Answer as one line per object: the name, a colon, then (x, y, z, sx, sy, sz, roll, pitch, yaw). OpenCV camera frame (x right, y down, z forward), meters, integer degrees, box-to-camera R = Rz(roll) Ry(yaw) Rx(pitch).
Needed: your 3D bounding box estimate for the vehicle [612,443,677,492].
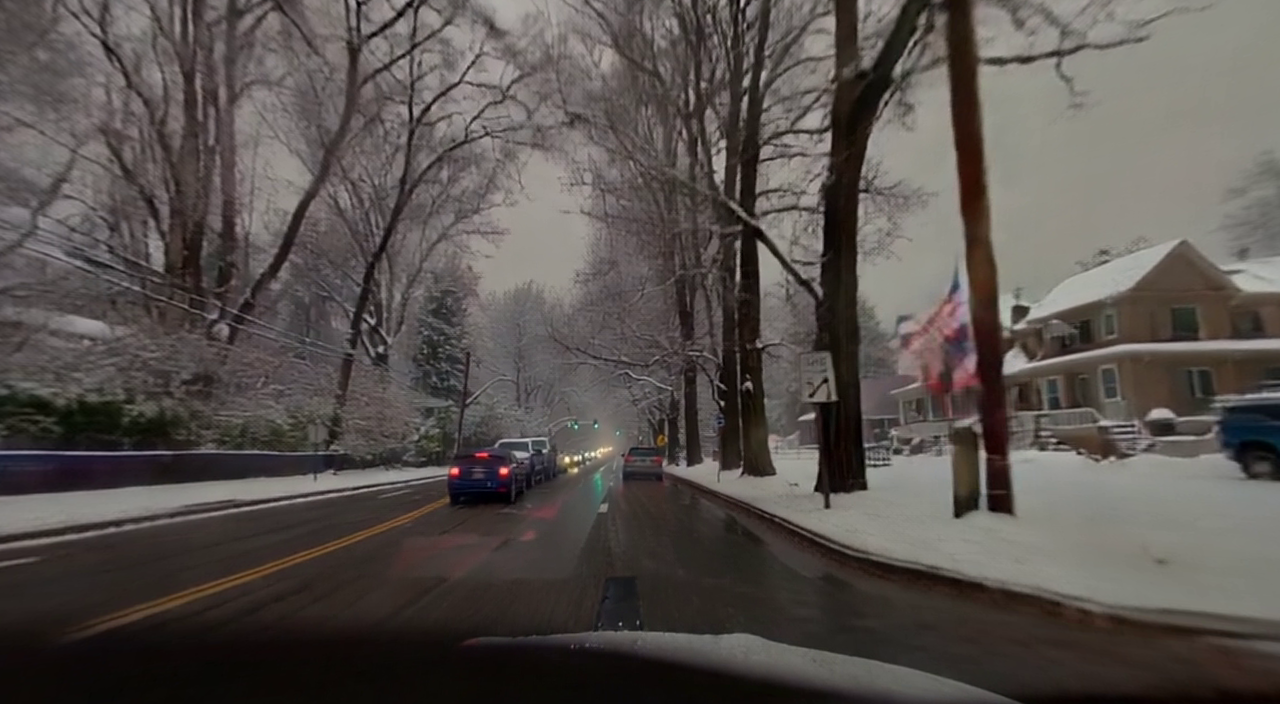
vehicle: (0.078, 4.412, 24.470, 2.258, 1.682, 4.635, 1, -9, -2)

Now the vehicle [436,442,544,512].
vehicle: (-3.592, 3.082, 16.027, 1.919, 1.501, 4.509, 1, -9, -4)
